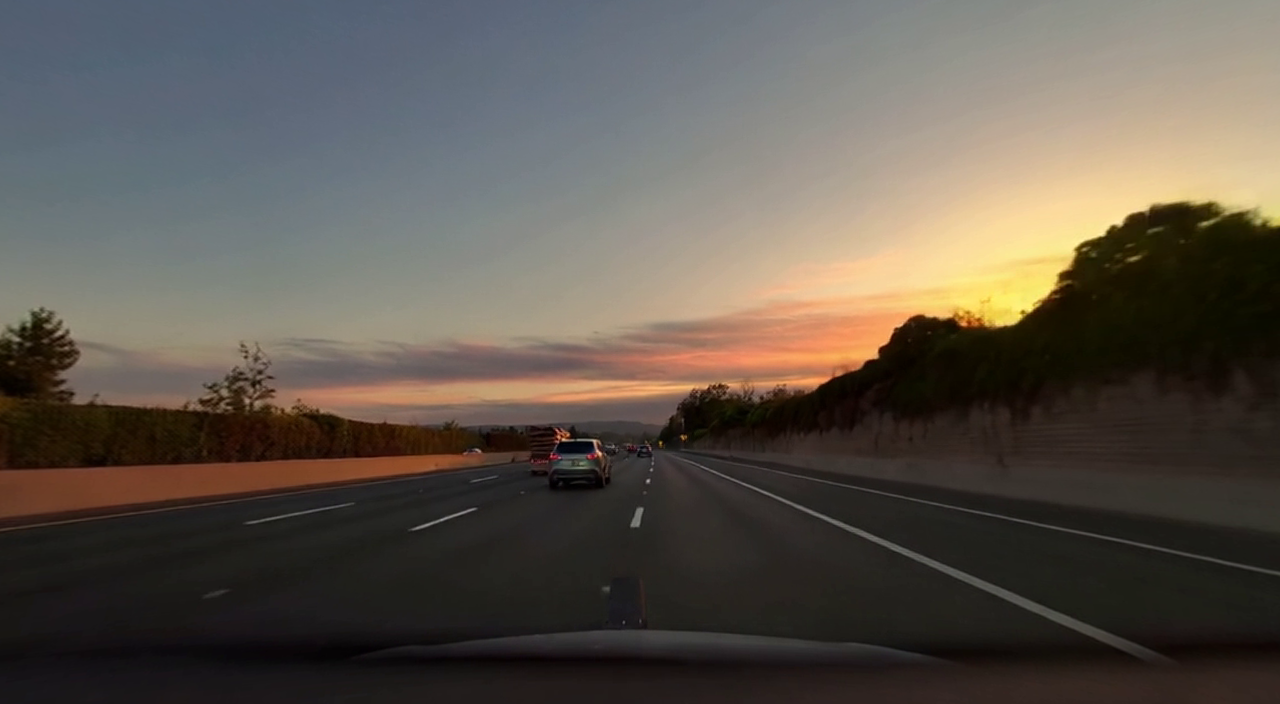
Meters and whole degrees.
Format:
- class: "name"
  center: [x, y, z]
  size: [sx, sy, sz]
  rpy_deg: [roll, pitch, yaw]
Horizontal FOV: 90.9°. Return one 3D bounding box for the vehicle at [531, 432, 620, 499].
- class: "vehicle"
  center: [-1.812, 3.392, 19.273]
  size: [2.114, 1.787, 4.365]
  rpy_deg: [-1, -8, 2]
